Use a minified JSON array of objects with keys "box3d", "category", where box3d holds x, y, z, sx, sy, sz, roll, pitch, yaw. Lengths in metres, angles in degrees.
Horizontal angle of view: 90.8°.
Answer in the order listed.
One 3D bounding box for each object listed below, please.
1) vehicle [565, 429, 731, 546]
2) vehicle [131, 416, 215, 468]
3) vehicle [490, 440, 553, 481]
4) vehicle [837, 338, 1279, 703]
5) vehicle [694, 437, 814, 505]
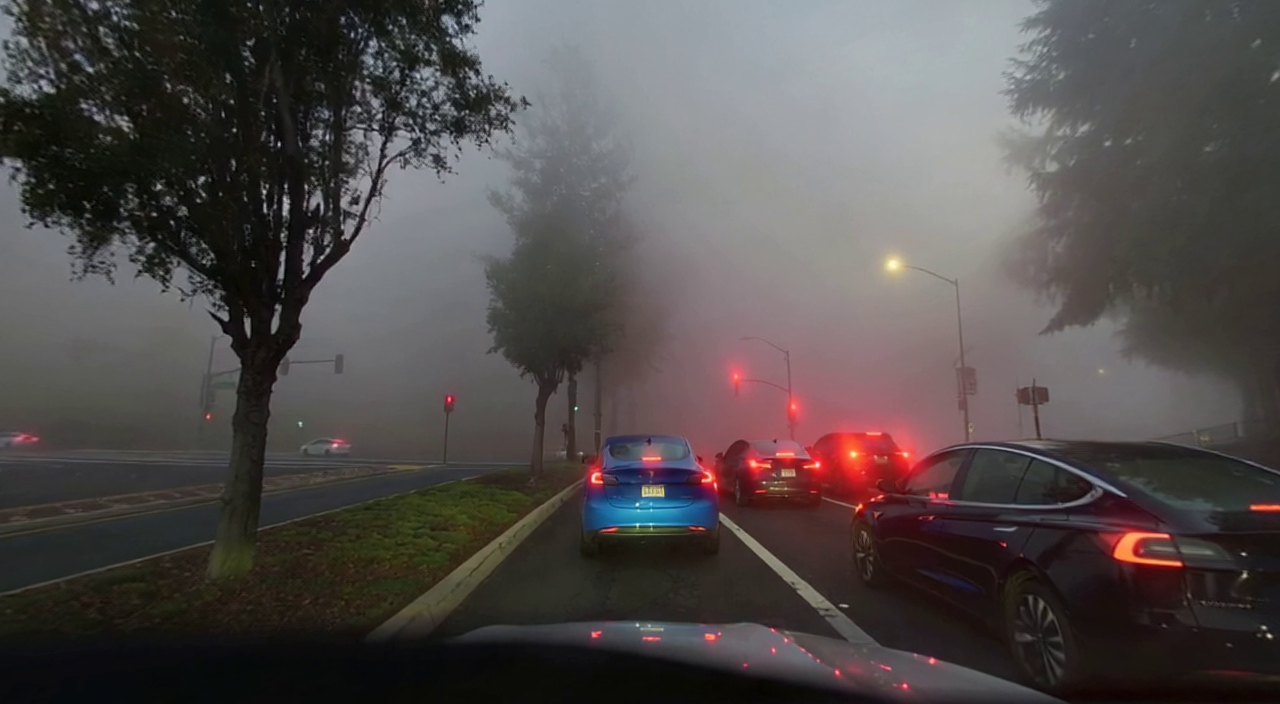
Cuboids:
[{"box3d":[0.032,2.071,10.391,2.147,1.499,4.240,0,-8,-2],"category":"vehicle"},{"box3d":[-29.249,5.628,39.714,2.608,2.990,3.026,2,-8,2],"category":"vehicle"},{"box3d":[-4.630,4.285,25.261,1.972,1.457,4.171,0,-8,-4],"category":"vehicle"},{"box3d":[3.188,1.105,4.306,2.167,1.676,4.443,0,-8,-1],"category":"vehicle"},{"box3d":[2.700,2.932,16.032,2.058,1.466,4.208,0,-8,-3],"category":"vehicle"}]
